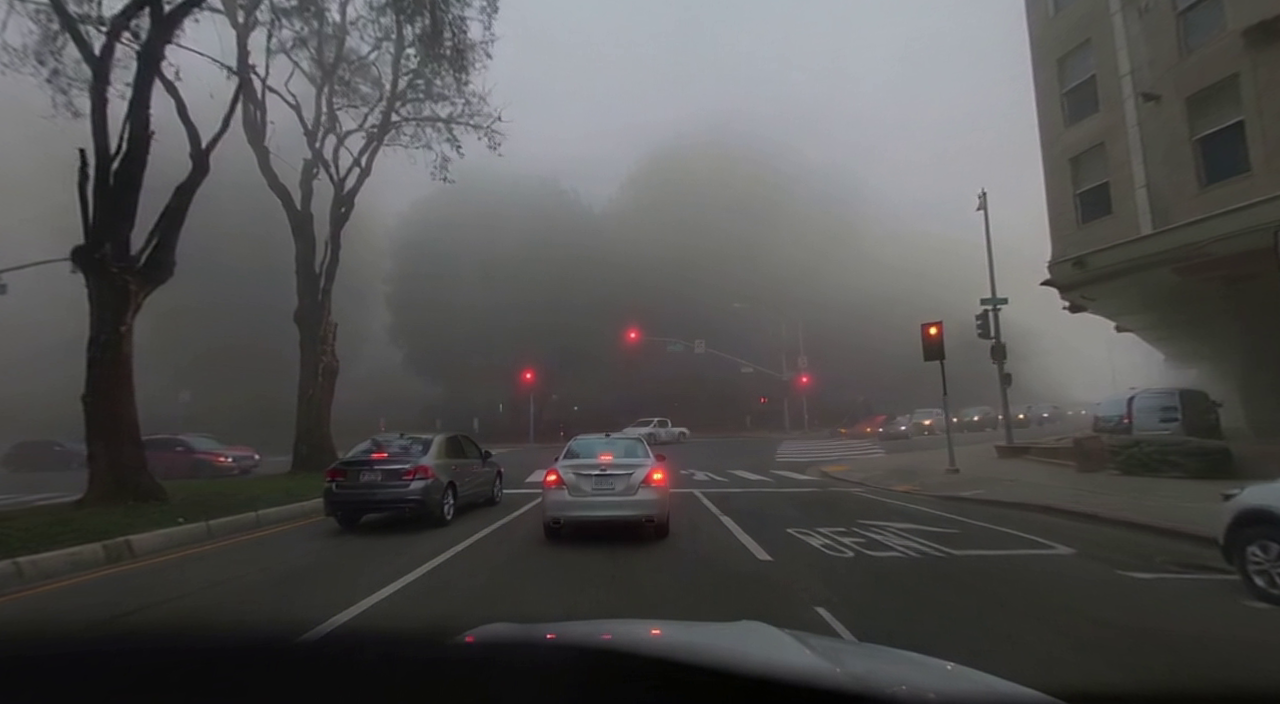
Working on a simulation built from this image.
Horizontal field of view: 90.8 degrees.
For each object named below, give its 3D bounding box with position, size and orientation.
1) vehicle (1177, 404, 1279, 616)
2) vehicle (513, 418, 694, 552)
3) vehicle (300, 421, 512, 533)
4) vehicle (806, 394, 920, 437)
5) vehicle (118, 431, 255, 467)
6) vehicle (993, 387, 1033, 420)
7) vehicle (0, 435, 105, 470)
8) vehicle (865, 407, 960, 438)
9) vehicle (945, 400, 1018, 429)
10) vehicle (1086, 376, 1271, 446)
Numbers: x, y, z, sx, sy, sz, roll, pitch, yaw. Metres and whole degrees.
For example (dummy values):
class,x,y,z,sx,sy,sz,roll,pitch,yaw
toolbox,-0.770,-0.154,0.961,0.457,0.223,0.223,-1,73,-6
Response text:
class,x,y,z,sx,sy,sz,roll,pitch,yaw
vehicle,6.193,1.074,3.748,1.904,1.705,4.510,0,-8,-2
vehicle,-0.431,1.827,9.305,2.082,1.520,3.896,0,-8,0
vehicle,-3.689,2.056,11.006,1.934,1.522,4.464,0,-8,1
vehicle,13.778,4.008,39.033,6.541,2.480,2.259,3,-9,-19
vehicle,-19.377,4.160,27.145,4.453,1.471,1.921,-1,-8,3
vehicle,27.042,3.799,45.695,2.152,1.993,5.078,-6,-10,32
vehicle,-32.437,5.498,34.568,4.280,1.857,2.136,0,-8,1
vehicle,15.170,3.963,35.164,4.775,1.604,1.915,3,-9,-20
vehicle,21.144,3.920,39.082,5.017,1.542,2.055,6,-11,-38
vehicle,21.657,2.453,25.522,5.756,2.653,2.403,1,-9,-11
